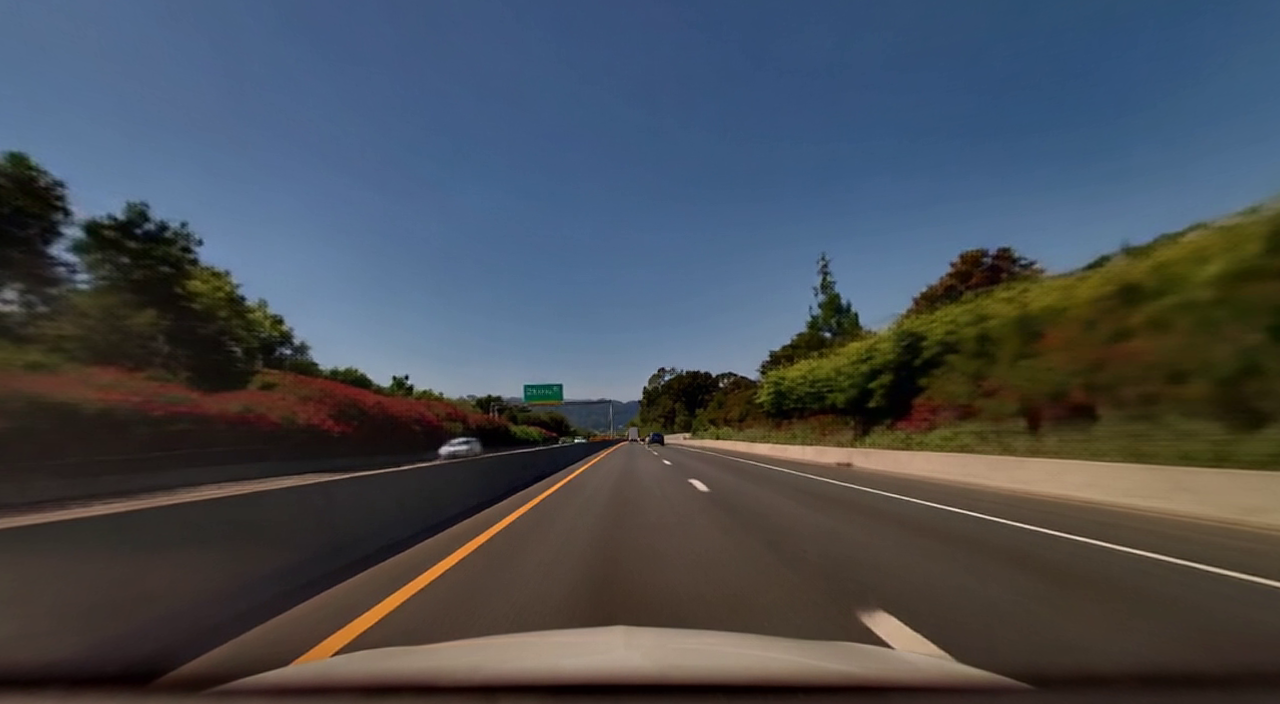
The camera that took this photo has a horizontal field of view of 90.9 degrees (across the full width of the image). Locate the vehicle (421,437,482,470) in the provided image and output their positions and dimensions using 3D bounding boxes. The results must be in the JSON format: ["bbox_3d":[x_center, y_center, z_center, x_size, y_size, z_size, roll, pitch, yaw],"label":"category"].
[{"bbox_3d":[-9.321,5.008,31.423,1.866,1.485,3.928,0,-8,-1],"label":"vehicle"}]
